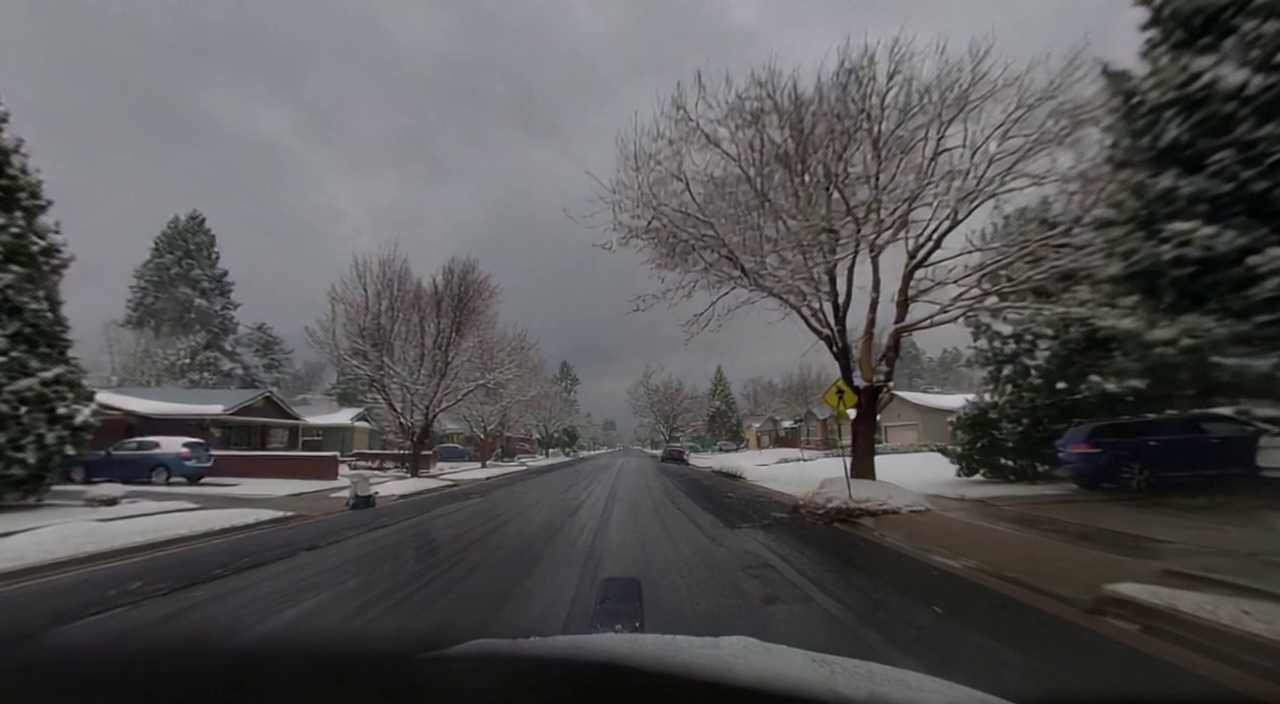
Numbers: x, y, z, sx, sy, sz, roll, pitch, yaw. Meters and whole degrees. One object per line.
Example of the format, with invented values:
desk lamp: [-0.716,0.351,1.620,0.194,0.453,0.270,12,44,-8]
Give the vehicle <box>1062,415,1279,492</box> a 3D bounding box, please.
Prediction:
vehicle: [12.321,2.273,14.195,4.378,1.529,1.886,-5,-10,26]

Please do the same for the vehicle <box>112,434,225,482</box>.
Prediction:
vehicle: [-17.539,3.932,23.790,1.957,1.602,4.326,2,-9,-17]
